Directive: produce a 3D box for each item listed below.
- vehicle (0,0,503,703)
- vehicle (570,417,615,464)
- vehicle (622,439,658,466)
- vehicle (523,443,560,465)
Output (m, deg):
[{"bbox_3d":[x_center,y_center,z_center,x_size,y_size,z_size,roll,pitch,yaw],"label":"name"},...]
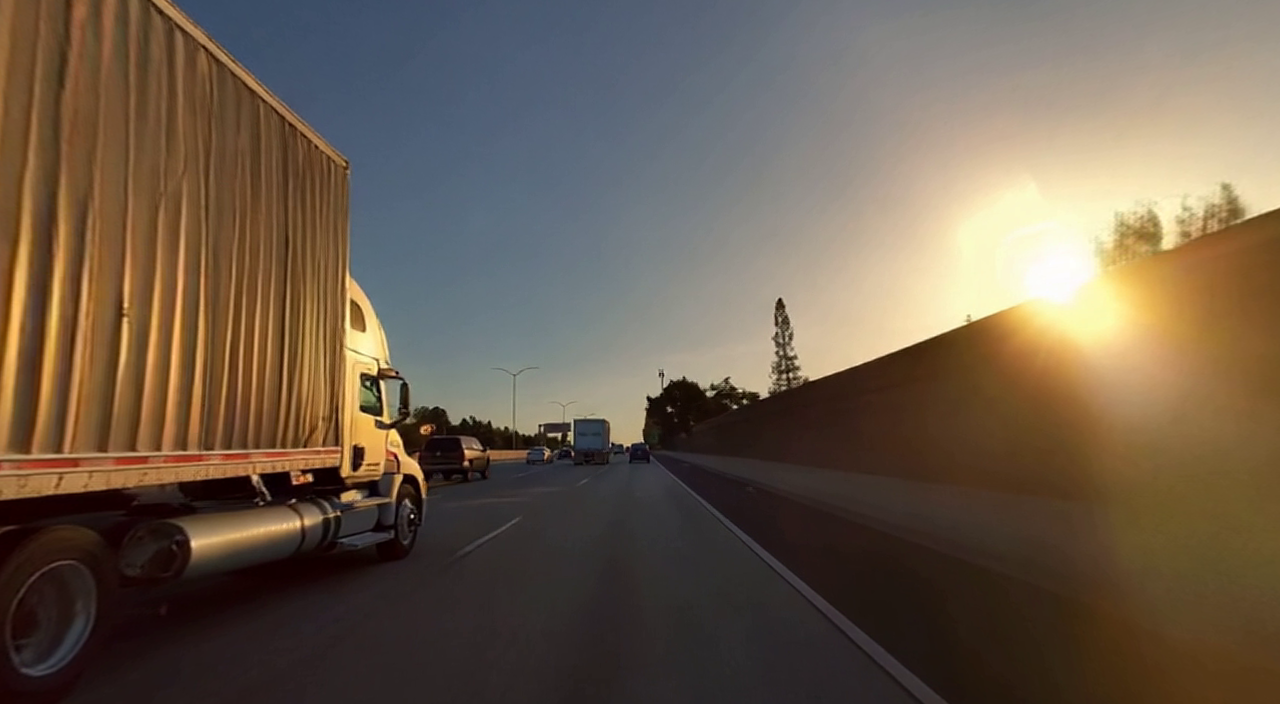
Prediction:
[{"bbox_3d":[-3.785,0.524,5.422,3.025,3.266,9.256,0,-8,1],"label":"vehicle"},{"bbox_3d":[-3.588,7.061,49.876,2.956,3.331,9.575,0,-8,-1],"label":"vehicle"},{"bbox_3d":[0.003,6.346,39.932,2.178,1.640,4.071,0,-8,0],"label":"vehicle"},{"bbox_3d":[-7.161,7.462,46.166,1.962,1.489,4.002,0,-8,1],"label":"vehicle"}]
